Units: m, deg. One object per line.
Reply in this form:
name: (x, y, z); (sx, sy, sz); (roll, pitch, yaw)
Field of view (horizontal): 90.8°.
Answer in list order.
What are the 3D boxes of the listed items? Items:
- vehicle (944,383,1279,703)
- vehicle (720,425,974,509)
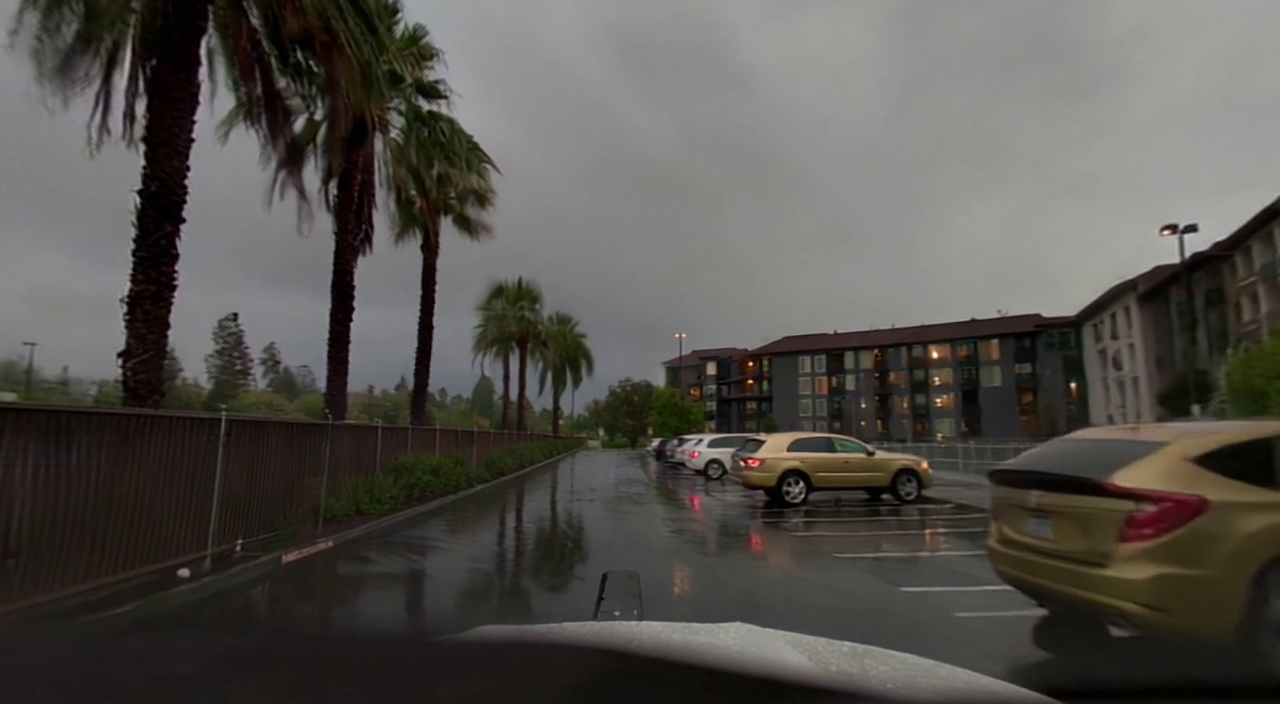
vehicle: (4.790, 1.176, 4.068); (4.803, 1.520, 1.894); (4, -7, -6)
vehicle: (4.812, 2.722, 15.192); (5.381, 1.826, 2.047); (1, -9, -7)
